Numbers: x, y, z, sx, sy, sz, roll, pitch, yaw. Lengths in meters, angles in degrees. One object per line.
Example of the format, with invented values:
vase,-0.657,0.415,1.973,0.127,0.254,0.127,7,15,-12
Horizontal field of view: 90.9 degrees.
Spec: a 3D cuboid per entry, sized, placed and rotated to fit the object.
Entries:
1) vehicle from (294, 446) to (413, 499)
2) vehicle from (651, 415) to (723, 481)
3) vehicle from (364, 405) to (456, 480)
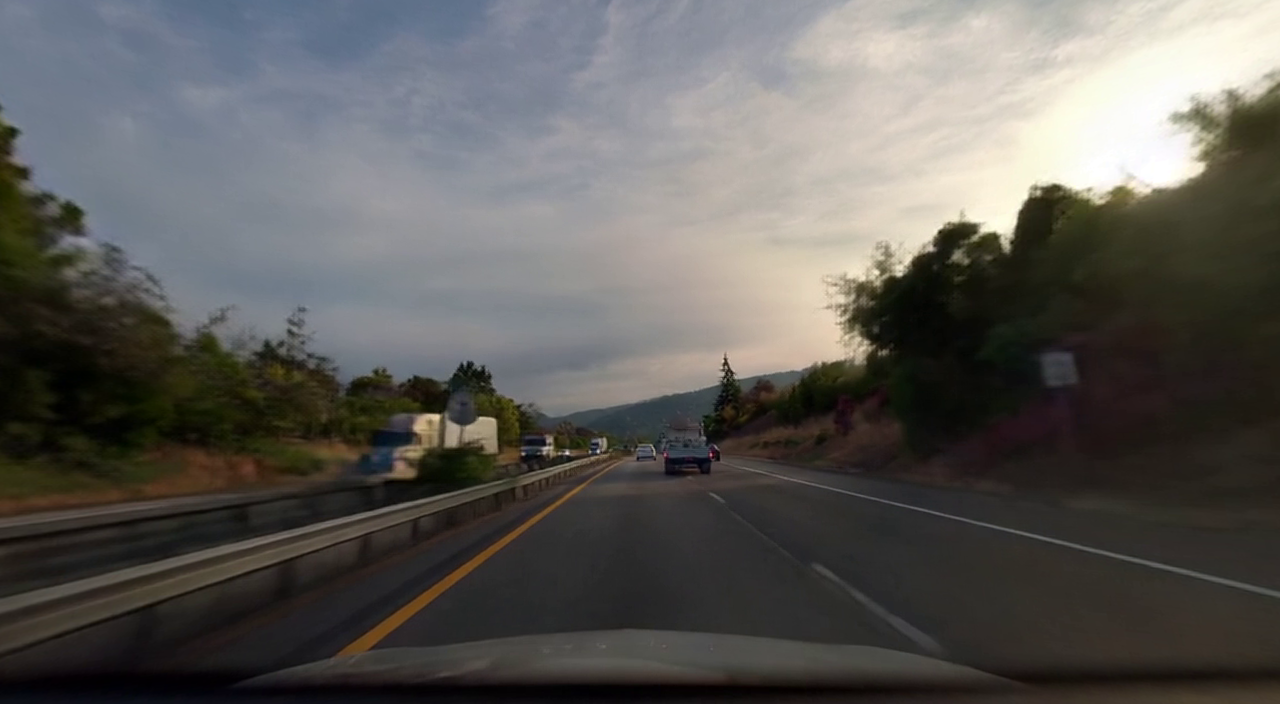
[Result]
vehicle,-9.009,3.802,20.252,1.945,1.484,3.953,0,-9,0
vehicle,1.840,4.065,26.802,2.423,2.517,5.055,0,-9,-3
vehicle,-13.296,5.318,37.030,3.042,4.009,5.906,0,-9,1
